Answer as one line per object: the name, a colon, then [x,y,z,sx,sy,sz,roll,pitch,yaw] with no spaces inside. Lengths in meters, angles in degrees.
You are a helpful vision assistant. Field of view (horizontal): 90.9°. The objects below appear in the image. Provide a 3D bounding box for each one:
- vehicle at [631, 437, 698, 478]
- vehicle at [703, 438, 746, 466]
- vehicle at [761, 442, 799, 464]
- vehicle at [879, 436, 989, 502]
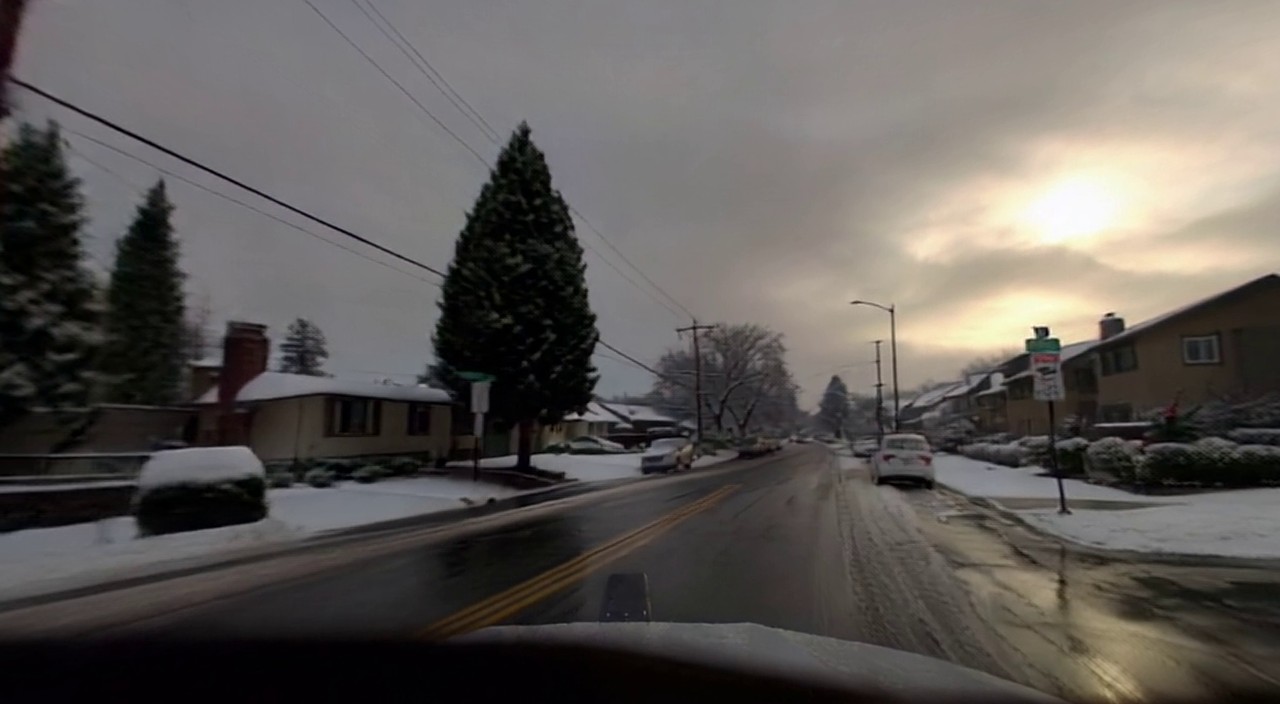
vehicle: [1.257,4.959,30.076,2.027,1.695,4.437,-6,-9,16]
vehicle: [6.134,7.149,45.330,2.120,1.799,5.370,-4,-9,17]
vehicle: [9.750,6.953,43.582,2.079,1.441,4.541,-3,-9,18]
vehicle: [7.637,3.027,16.856,2.014,1.482,4.599,-3,-9,17]
